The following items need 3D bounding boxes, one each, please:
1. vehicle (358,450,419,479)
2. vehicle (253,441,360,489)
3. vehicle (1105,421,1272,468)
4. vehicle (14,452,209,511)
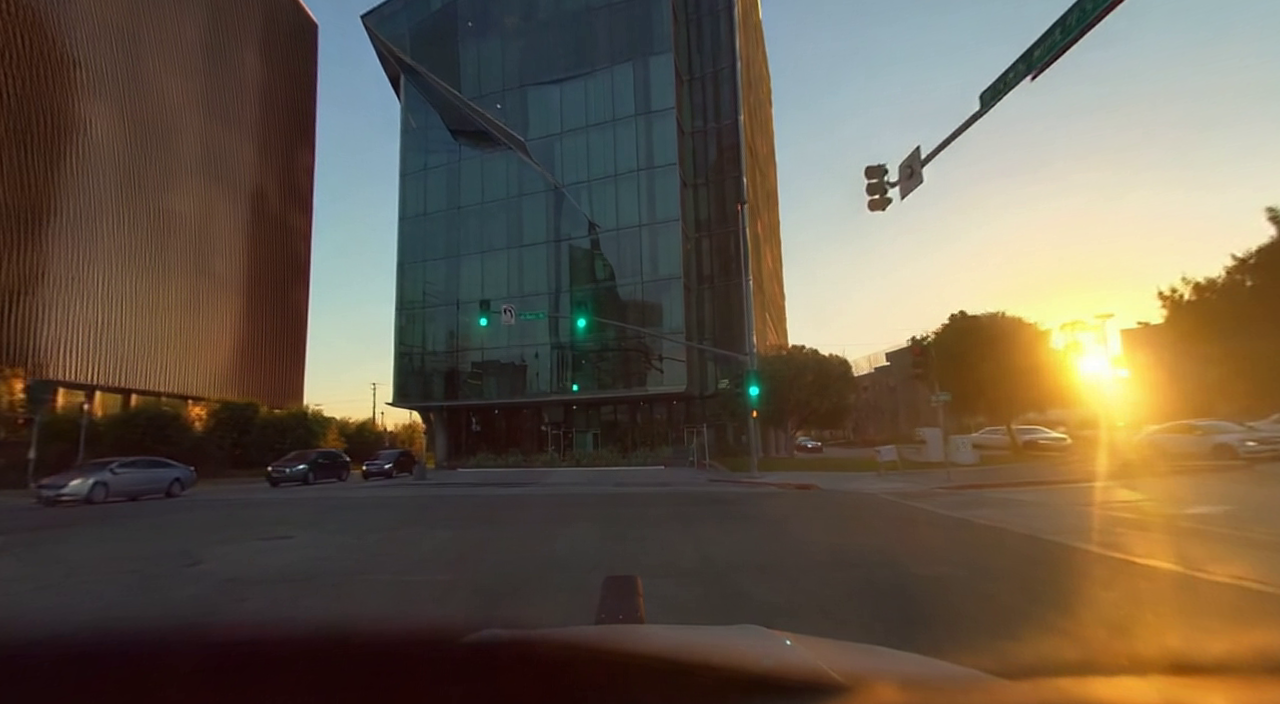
[{"bbox_3d":[-15.114,6.764,38.111,1.932,1.605,4.146,0,-9,0],"label":"vehicle"},{"bbox_3d":[-14.838,5.030,28.426,2.091,1.915,5.040,0,-9,0],"label":"vehicle"},{"bbox_3d":[19.082,3.264,22.243,1.834,1.480,4.458,0,-9,-1],"label":"vehicle"},{"bbox_3d":[-15.082,3.678,18.375,1.790,1.437,4.349,0,-9,2],"label":"vehicle"}]
